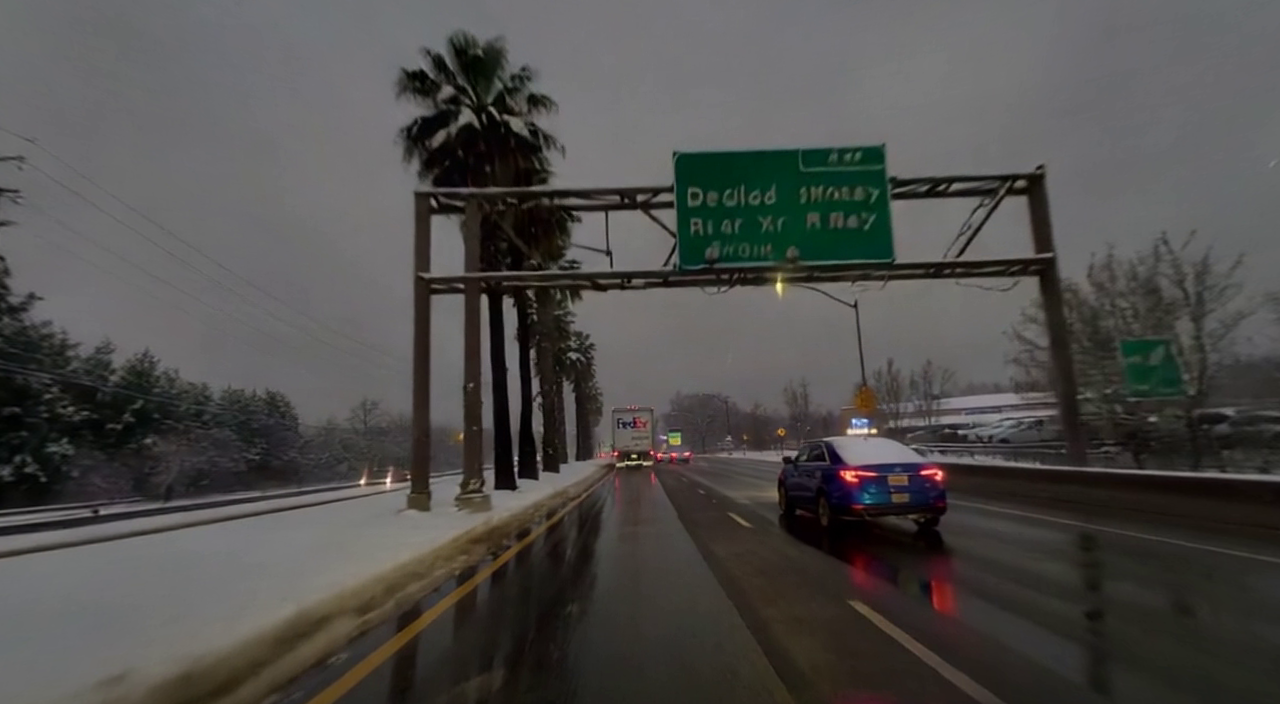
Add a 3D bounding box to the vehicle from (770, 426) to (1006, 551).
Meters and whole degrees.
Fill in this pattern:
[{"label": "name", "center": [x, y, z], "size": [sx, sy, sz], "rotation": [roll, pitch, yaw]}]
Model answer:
[{"label": "vehicle", "center": [3.578, 2.052, 10.118], "size": [1.966, 1.558, 4.238], "rotation": [0, -9, -1]}]
